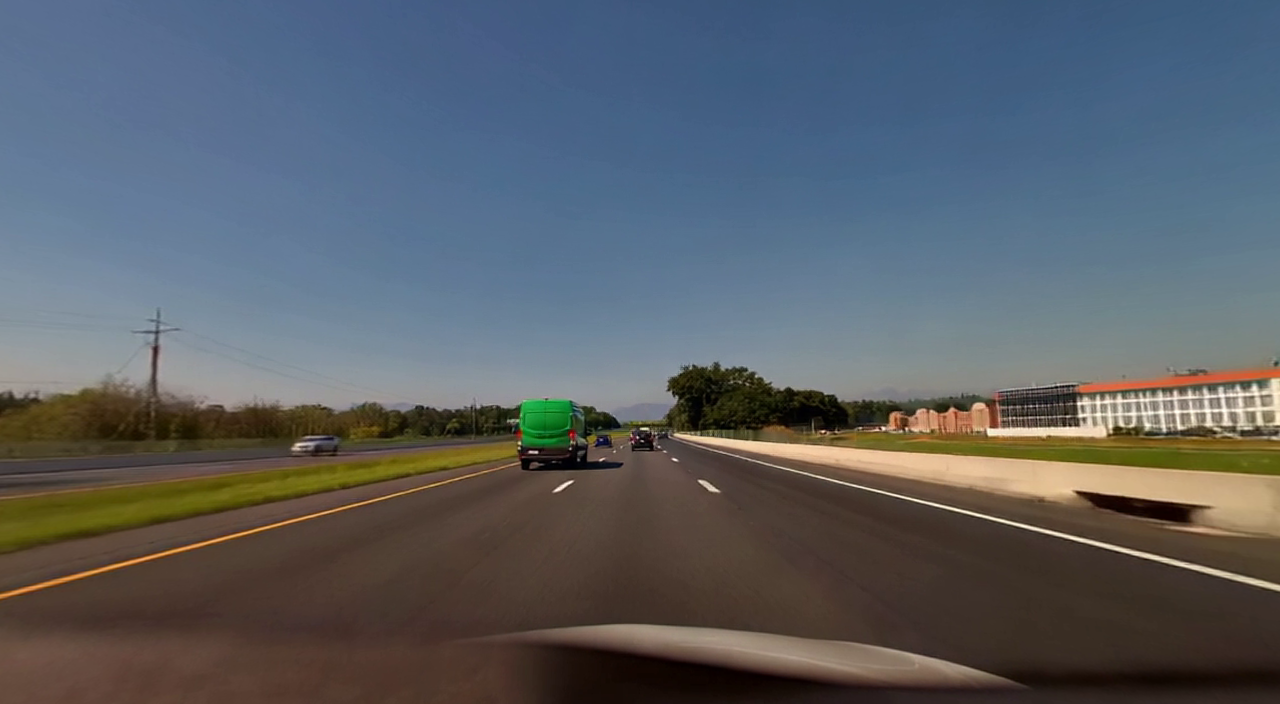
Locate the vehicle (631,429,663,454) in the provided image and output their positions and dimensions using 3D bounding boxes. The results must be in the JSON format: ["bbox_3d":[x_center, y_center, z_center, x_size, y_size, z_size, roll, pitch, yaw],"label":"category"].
[{"bbox_3d":[0.468,6.355,44.704,2.104,1.646,4.176,0,-8,0],"label":"vehicle"}]

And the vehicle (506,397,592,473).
[{"bbox_3d":[-3.311,3.210,24.359,2.424,2.577,5.828,0,-8,0],"label":"vehicle"}]

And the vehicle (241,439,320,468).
[{"bbox_3d":[-20.115,5.676,35.465,1.815,1.465,4.477,0,-8,0],"label":"vehicle"}]
